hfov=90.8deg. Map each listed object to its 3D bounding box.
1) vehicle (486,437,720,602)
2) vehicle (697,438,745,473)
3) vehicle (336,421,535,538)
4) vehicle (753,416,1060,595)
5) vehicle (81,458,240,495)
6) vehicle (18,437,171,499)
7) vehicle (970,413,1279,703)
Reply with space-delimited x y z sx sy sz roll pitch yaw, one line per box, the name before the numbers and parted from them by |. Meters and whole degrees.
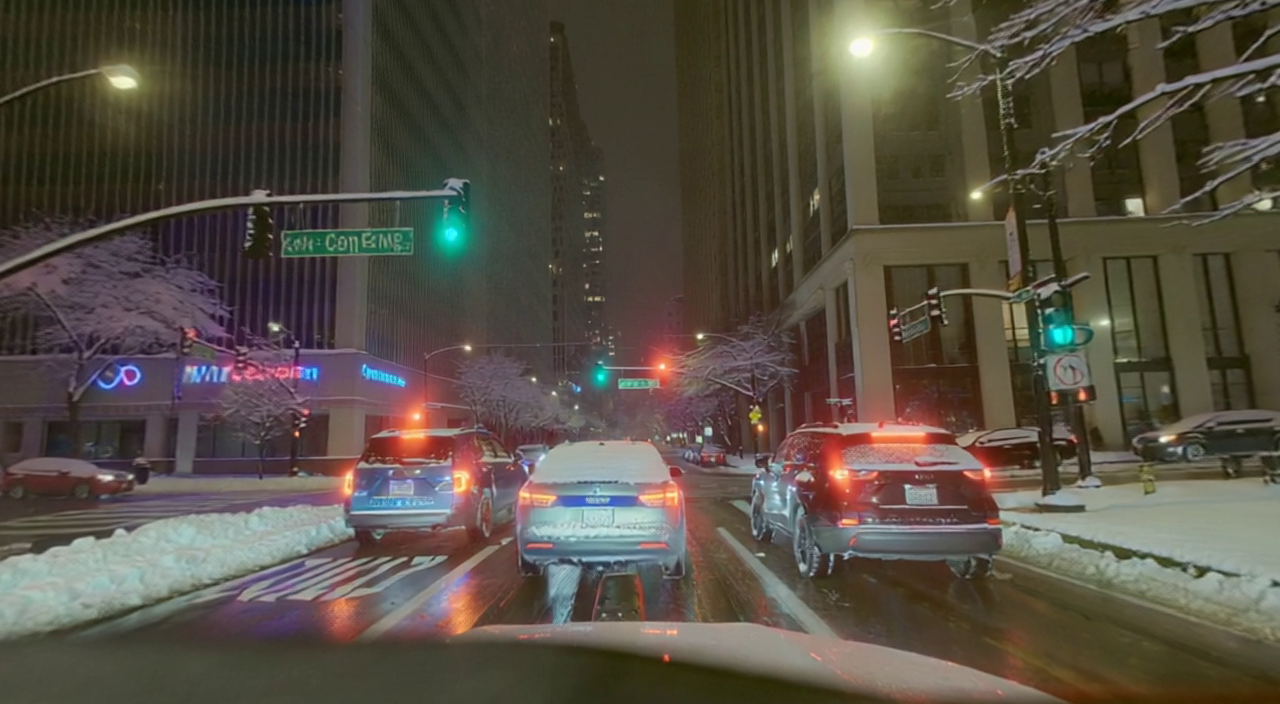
vehicle | -0.361 1.812 7.804 2.092 1.454 4.132 0 -8 -1
vehicle | 5.669 7.333 45.048 2.420 2.300 5.313 0 -8 -3
vehicle | -3.685 2.412 12.700 2.190 1.840 5.272 0 -8 0
vehicle | 3.043 1.852 8.630 2.072 1.735 4.759 0 -8 0
vehicle | -20.177 5.238 26.748 5.153 1.449 1.966 0 -8 1
vehicle | -30.862 6.530 35.953 5.896 3.276 2.809 1 -8 1
vehicle | 2.754 0.810 1.124 1.902 1.454 4.540 0 -8 0
